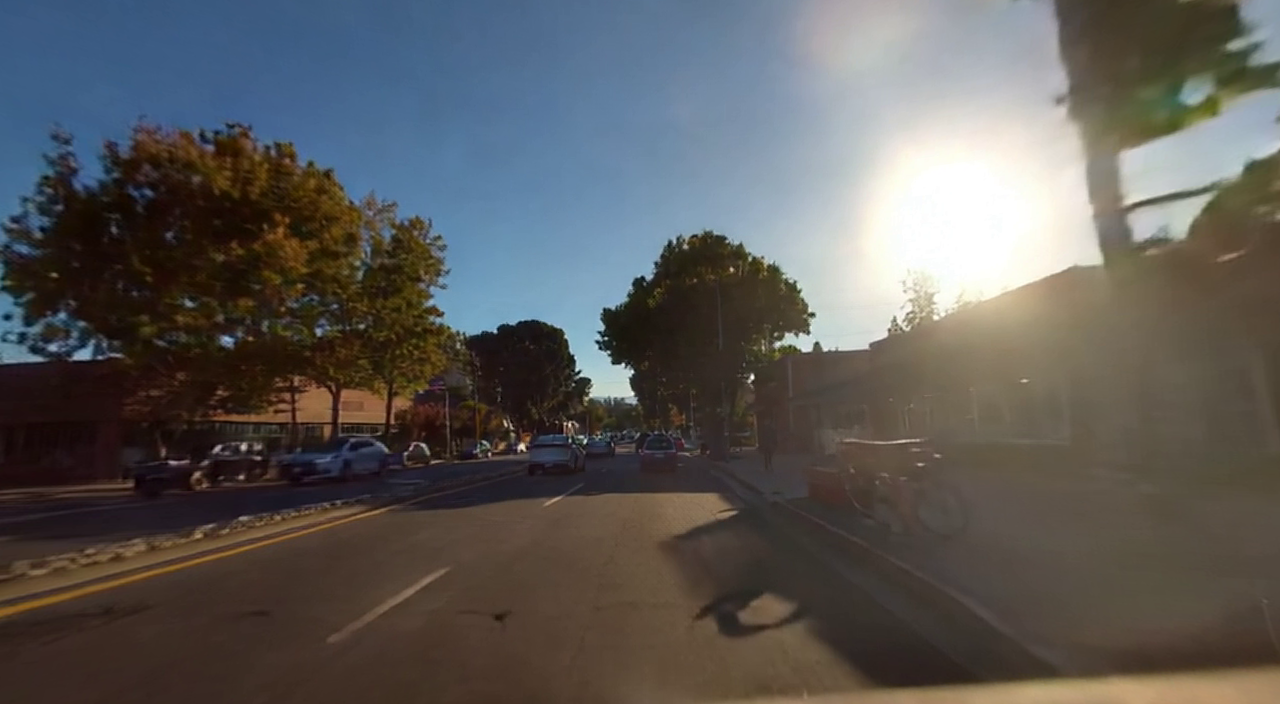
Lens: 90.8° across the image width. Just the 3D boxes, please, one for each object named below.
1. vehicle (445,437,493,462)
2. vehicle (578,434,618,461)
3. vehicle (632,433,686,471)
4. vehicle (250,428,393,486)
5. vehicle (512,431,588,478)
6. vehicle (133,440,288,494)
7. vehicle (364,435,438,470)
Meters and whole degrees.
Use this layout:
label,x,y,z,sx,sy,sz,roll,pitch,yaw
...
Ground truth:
label,x,y,z,sx,sy,sz,roll,pitch,yaw
vehicle,-11.955,6.829,44.420,1.936,1.656,4.284,-1,-8,3
vehicle,-2.464,5.685,37.757,1.887,1.517,4.254,-1,-8,3
vehicle,0.723,4.196,26.639,2.085,1.475,3.976,0,-8,-1
vehicle,-10.362,3.461,21.075,2.175,1.684,4.475,-1,-8,4
vehicle,-3.067,3.595,22.286,1.921,1.477,4.083,-1,-8,2
vehicle,-13.876,3.701,20.791,1.864,1.560,4.317,-1,-8,4
vehicle,-13.208,5.581,35.267,2.050,1.786,4.633,-1,-8,4
